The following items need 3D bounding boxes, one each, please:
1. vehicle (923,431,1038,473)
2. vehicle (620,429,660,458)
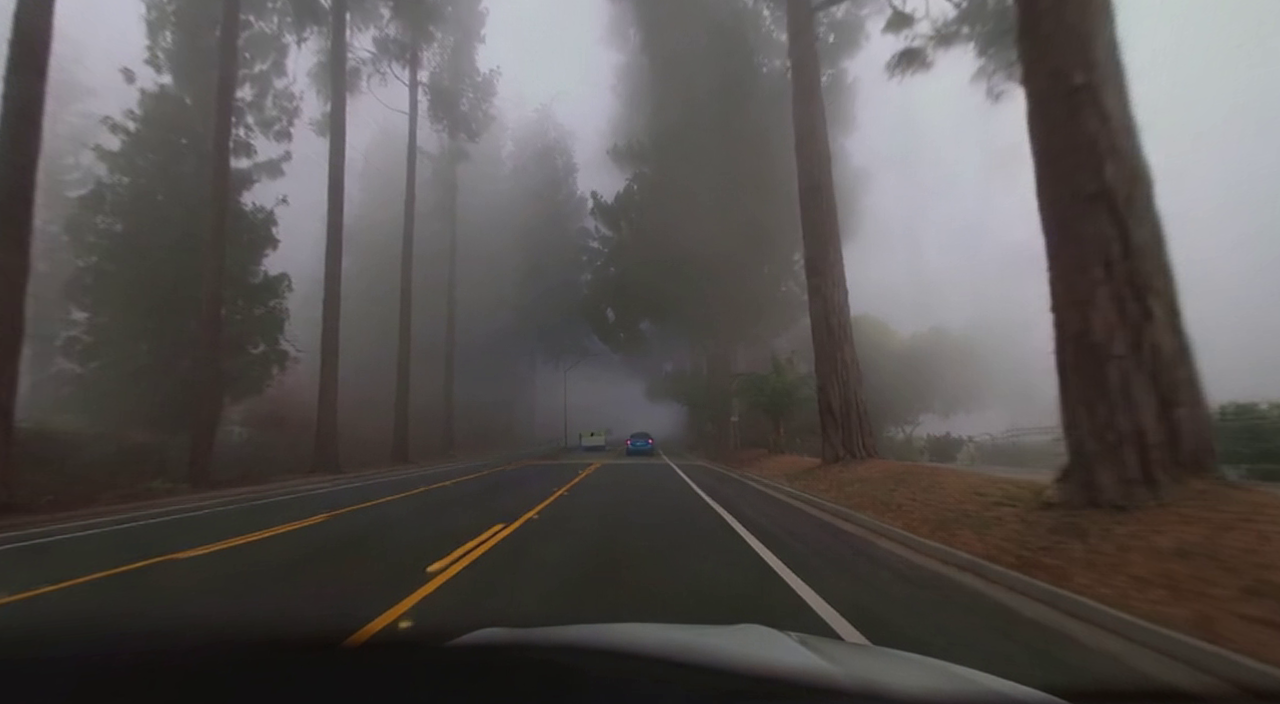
[{"bbox_3d":[13.226,3.919,24.911,1.766,1.463,4.445,2,-8,-5],"label":"vehicle"},{"bbox_3d":[-0.014,4.994,34.397,2.067,1.486,3.861,0,-8,0],"label":"vehicle"}]
